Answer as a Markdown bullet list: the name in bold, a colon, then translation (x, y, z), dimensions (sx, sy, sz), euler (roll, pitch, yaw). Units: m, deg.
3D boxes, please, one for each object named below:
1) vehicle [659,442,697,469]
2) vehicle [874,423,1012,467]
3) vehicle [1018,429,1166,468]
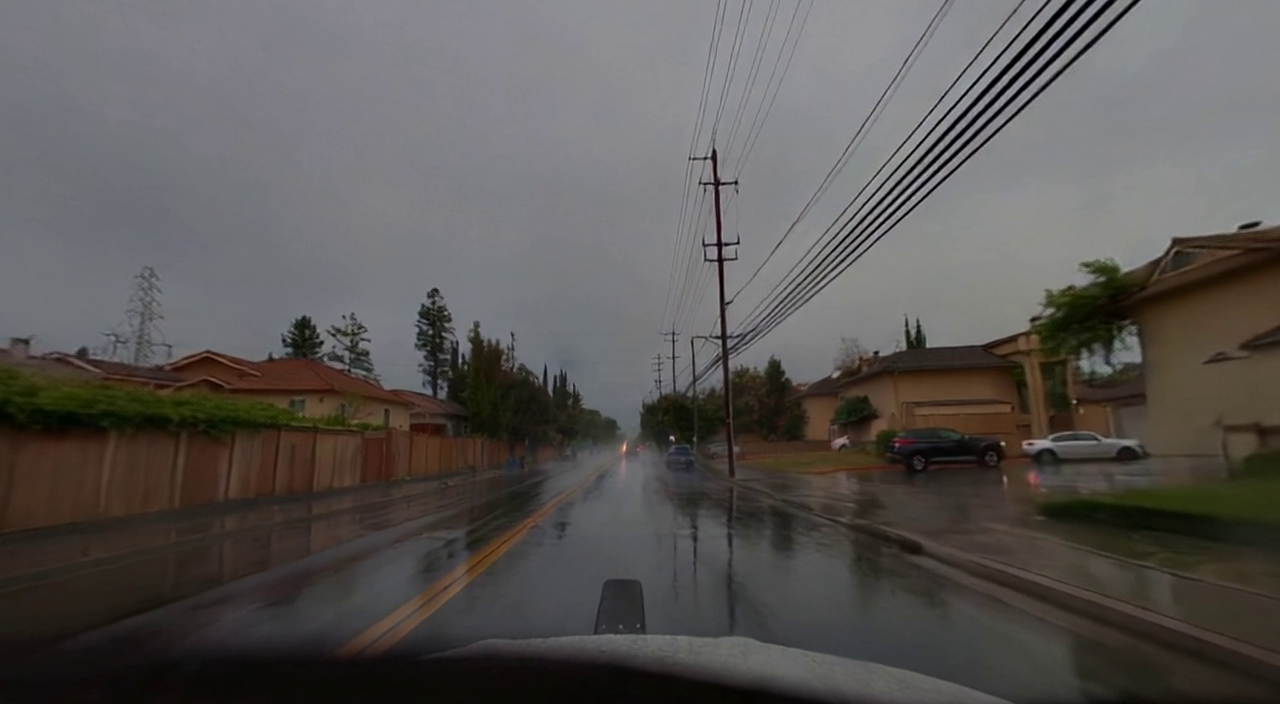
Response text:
- **vehicle**: translation (2.521, 6.996, 43.045), dimensions (2.108, 1.710, 4.499), euler (0, -9, -2)
- **vehicle**: translation (12.596, 3.905, 26.553), dimensions (4.701, 1.745, 2.083), euler (-1, -9, 2)
- **vehicle**: translation (18.788, 4.032, 26.464), dimensions (4.558, 1.554, 1.990), euler (-1, -9, 4)
